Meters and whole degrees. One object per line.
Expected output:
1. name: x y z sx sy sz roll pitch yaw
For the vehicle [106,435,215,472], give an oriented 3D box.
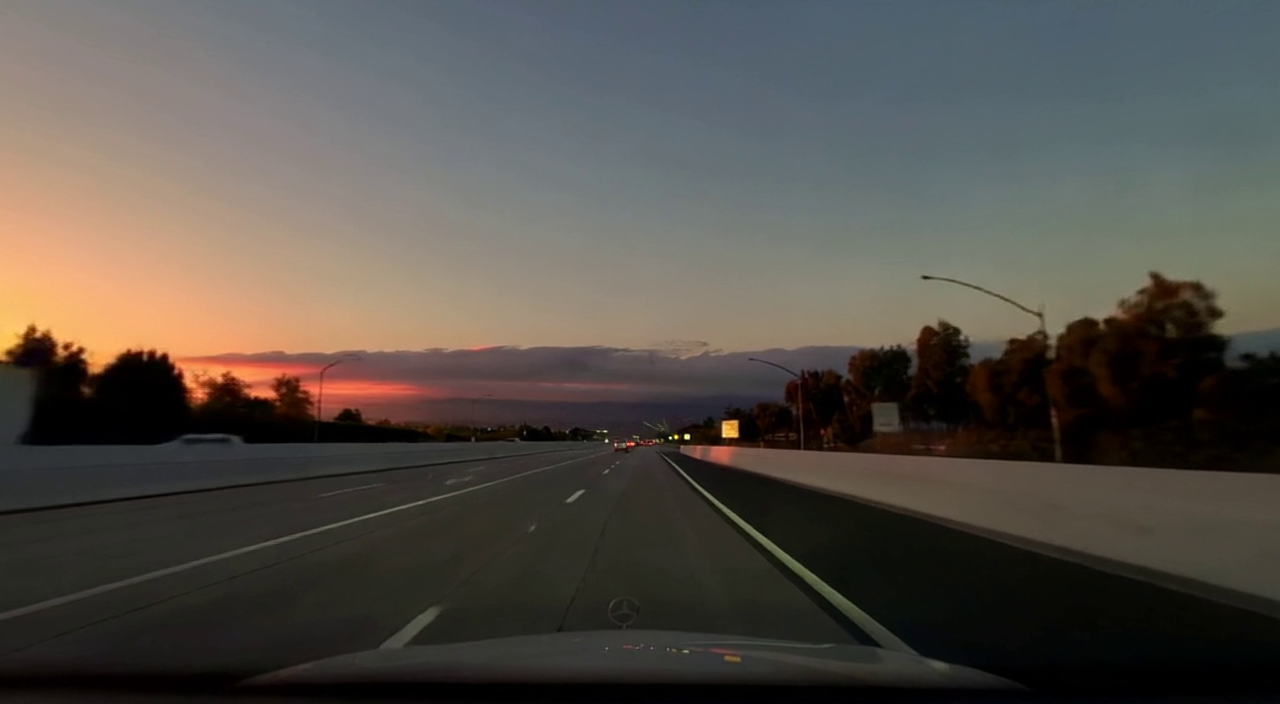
1. vehicle: -19.924 4.218 26.407 1.576 1.420 3.686 0 -9 1
